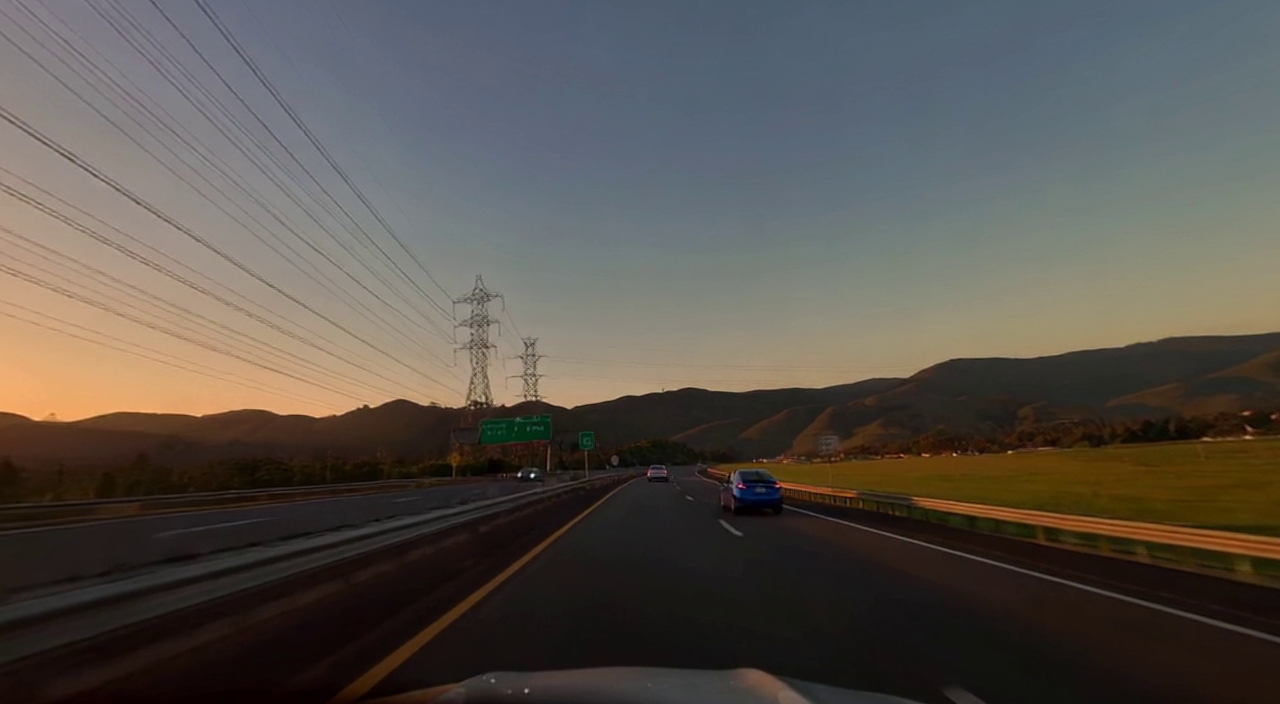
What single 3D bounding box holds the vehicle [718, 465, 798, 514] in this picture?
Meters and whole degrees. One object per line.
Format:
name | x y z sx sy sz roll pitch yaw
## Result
vehicle | 4.043 4.798 22.187 1.985 1.521 3.904 1 -10 -1
